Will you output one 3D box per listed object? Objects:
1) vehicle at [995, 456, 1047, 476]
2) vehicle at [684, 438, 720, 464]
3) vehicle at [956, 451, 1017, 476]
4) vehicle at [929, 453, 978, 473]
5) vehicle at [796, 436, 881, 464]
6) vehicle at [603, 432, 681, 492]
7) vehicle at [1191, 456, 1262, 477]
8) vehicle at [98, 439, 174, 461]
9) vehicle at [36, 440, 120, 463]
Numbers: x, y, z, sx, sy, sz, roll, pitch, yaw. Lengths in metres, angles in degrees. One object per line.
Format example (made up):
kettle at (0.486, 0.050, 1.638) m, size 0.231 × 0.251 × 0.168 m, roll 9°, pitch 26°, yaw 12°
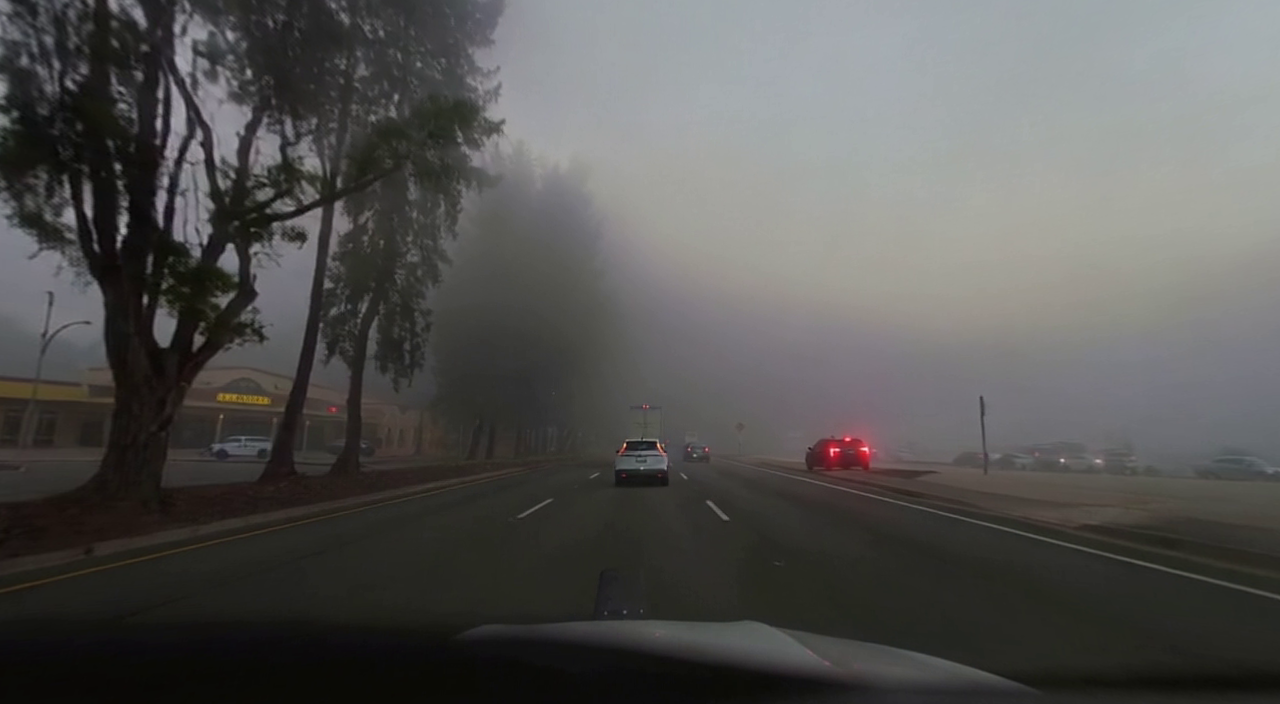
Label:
vehicle at (30.215, 9.049, 49.938) m, size 1.745 × 1.464 × 3.716 m, roll 0°, pitch -8°, yaw -1°
vehicle at (4.288, 6.904, 43.946) m, size 2.088 × 1.655 × 4.360 m, roll 0°, pitch -8°, yaw 0°
vehicle at (27.324, 8.788, 49.713) m, size 2.108 × 1.735 × 4.476 m, roll 1°, pitch -8°, yaw -2°
vehicle at (24.733, 8.734, 49.577) m, size 1.751 × 1.439 × 3.847 m, roll 0°, pitch -8°, yaw -2°
vehicle at (12.903, 6.419, 41.113) m, size 4.887 × 1.734 × 2.014 m, roll 0°, pitch -8°, yaw 2°
vehicle at (0.060, 3.362, 19.555) m, size 2.193 × 1.651 × 3.946 m, roll 0°, pitch -8°, yaw 0°
vehicle at (46.631, 9.102, 49.982) m, size 1.891 × 1.495 × 4.028 m, roll -1°, pitch -8°, yaw 4°
vehicle at (-35.665, 6.958, 44.545) m, size 3.714 × 1.510 × 1.917 m, roll 4°, pitch -9°, yaw -23°
vehicle at (-36.650, 6.485, 41.026) m, size 3.640 × 1.447 × 1.788 m, roll 4°, pitch -9°, yaw -26°
